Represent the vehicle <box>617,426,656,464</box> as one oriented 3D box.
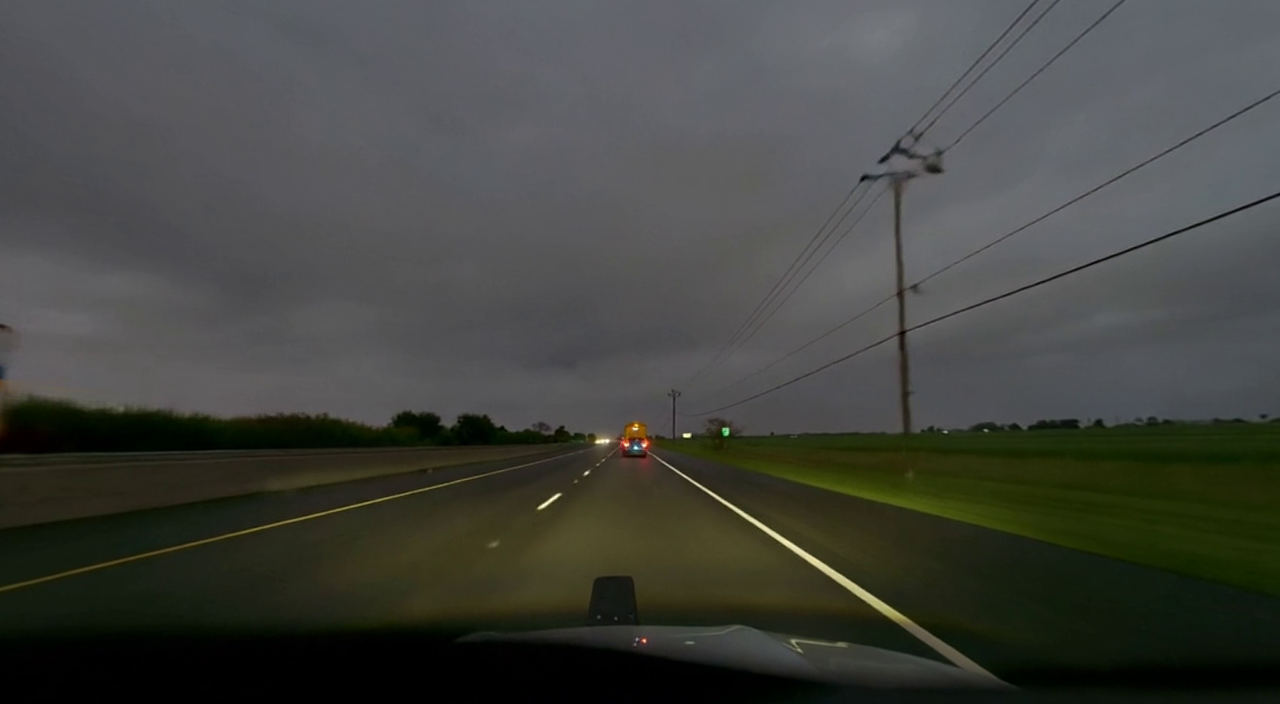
[{"bbox_3d":[-0.266,5.726,38.770,2.240,2.129,4.480,0,-8,-2],"label":"vehicle"}]
